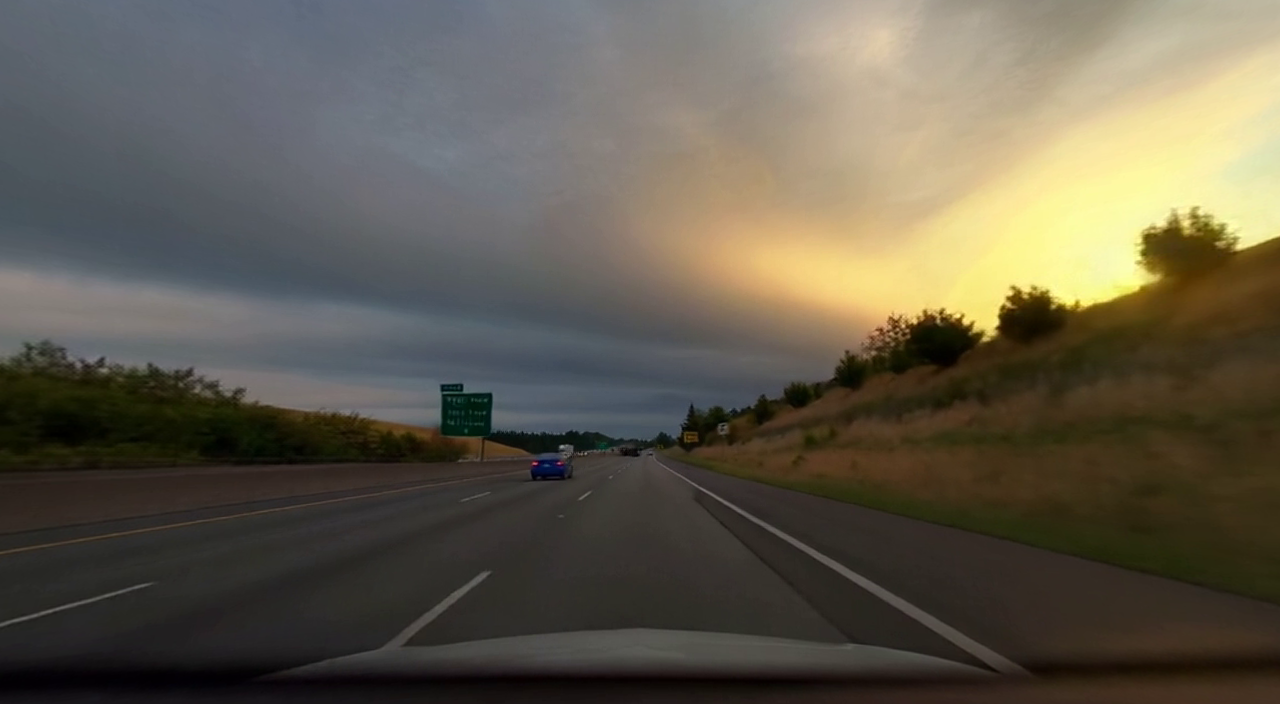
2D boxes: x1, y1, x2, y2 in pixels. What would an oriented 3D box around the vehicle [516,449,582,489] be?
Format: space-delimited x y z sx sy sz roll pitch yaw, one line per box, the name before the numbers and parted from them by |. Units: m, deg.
vehicle | -3.710 4.867 26.493 2.121 1.537 3.852 0 -9 1
